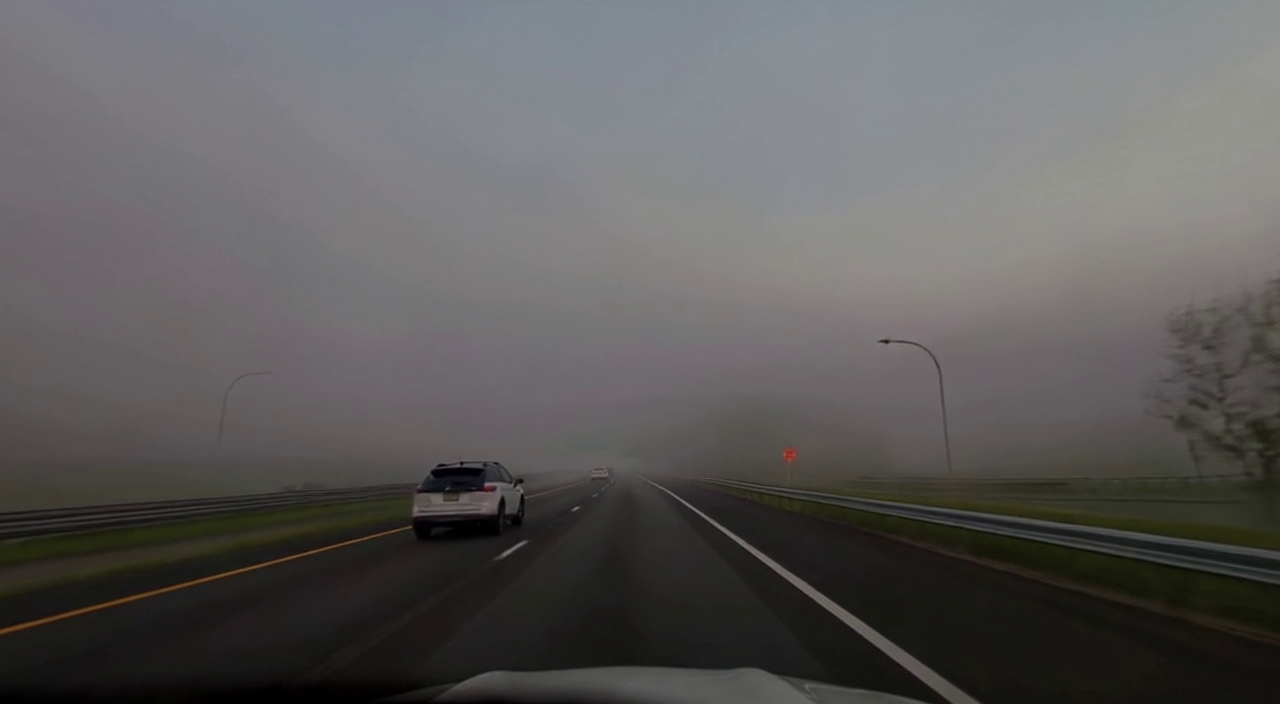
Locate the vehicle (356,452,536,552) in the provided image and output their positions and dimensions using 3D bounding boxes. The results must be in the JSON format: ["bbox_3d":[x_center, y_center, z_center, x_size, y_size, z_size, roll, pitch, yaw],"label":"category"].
[{"bbox_3d":[-3.351,2.710,11.827,2.001,1.486,4.104,1,-11,1],"label":"vehicle"}]
